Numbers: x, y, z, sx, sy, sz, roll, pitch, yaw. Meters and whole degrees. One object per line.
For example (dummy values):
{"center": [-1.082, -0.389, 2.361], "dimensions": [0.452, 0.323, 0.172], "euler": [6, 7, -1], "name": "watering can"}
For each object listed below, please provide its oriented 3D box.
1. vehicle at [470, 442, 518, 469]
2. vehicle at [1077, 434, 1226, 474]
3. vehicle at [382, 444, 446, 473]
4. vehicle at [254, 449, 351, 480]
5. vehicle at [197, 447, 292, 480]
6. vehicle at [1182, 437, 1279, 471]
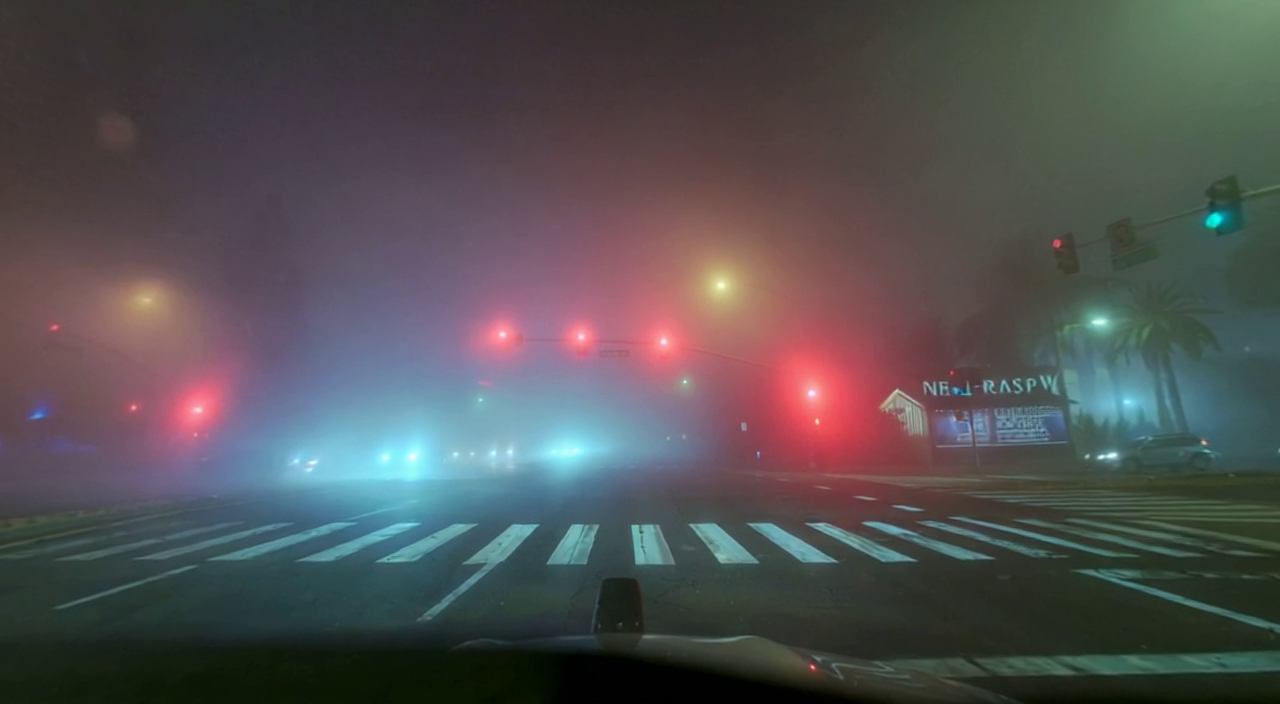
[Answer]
{"center": [-9.702, 6.900, 42.393], "dimensions": [2.074, 1.681, 4.417], "euler": [0, -9, 1], "name": "vehicle"}
{"center": [22.243, 4.444, 27.635], "dimensions": [4.533, 1.676, 2.236], "euler": [0, -9, -1], "name": "vehicle"}
{"center": [-13.782, 6.519, 38.931], "dimensions": [2.074, 1.671, 4.755], "euler": [0, -9, 2], "name": "vehicle"}
{"center": [-17.510, 5.833, 33.131], "dimensions": [2.221, 1.449, 5.092], "euler": [0, -9, 1], "name": "vehicle"}
{"center": [-21.169, 5.971, 34.093], "dimensions": [2.107, 1.642, 4.561], "euler": [0, -9, 1], "name": "vehicle"}
{"center": [27.404, 4.597, 28.489], "dimensions": [4.625, 1.451, 1.801], "euler": [1, -9, -9], "name": "vehicle"}
